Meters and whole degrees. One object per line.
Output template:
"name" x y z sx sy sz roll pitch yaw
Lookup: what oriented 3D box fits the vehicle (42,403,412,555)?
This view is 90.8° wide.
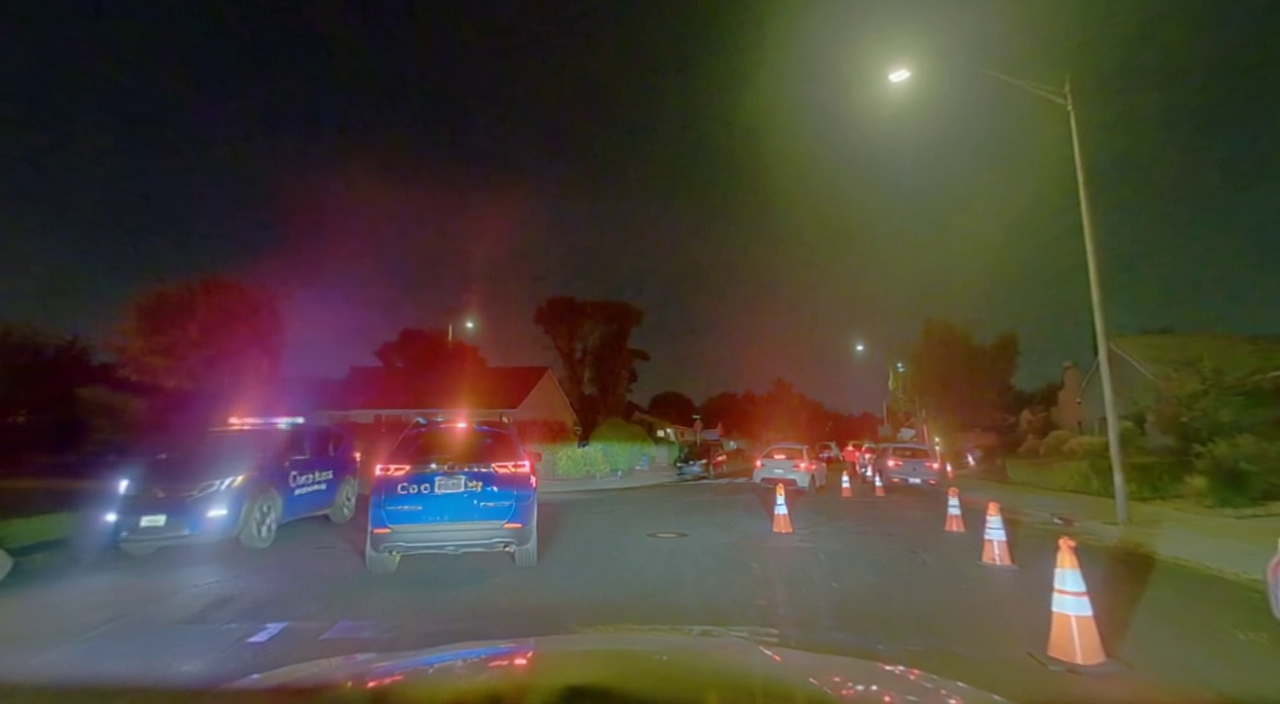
"vehicle" -6.195 1.974 10.572 2.471 1.892 4.952 -1 -9 6

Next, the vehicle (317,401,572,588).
"vehicle" -2.300 1.668 8.235 2.350 1.748 4.094 2 -9 -12

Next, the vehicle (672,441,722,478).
"vehicle" 3.047 5.591 33.123 2.014 1.742 4.297 -2 -9 13

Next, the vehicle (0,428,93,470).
"vehicle" -29.907 4.755 31.023 1.908 1.898 4.120 -2 -9 11

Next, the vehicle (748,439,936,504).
"vehicle" 5.659 3.288 17.885 4.656 1.577 2.099 2 -8 -18

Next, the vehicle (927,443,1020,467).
"vehicle" 22.207 6.846 42.247 5.066 1.534 1.905 -1 -9 9
